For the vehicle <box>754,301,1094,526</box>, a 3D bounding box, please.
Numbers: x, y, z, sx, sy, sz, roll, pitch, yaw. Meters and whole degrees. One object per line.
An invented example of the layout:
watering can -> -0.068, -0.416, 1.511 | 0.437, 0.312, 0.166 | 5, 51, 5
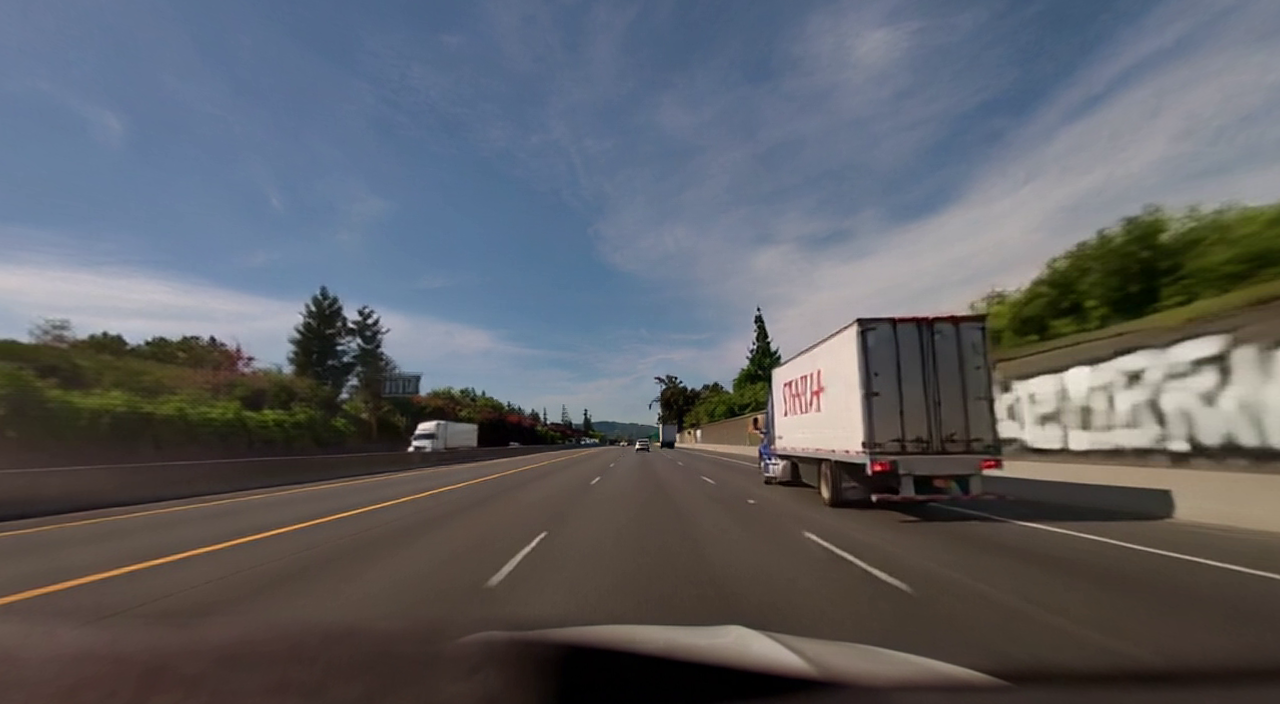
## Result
vehicle -> 5.312, 1.634, 15.033 | 2.949, 3.470, 10.539 | 0, -8, -1
